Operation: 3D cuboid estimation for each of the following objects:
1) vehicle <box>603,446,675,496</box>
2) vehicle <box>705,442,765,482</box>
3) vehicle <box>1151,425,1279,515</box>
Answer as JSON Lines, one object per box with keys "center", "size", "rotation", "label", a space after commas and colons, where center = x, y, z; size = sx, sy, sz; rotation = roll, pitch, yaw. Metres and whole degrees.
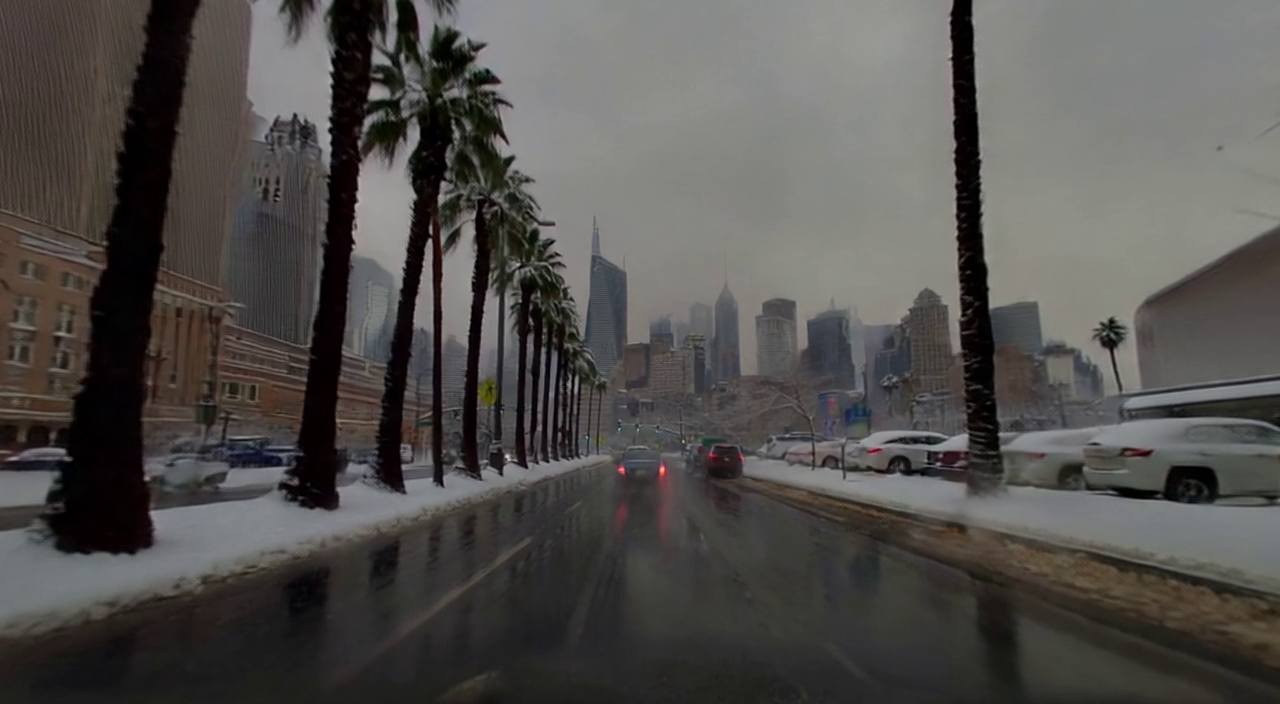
{"center": [0.008, 4.006, 21.543], "size": [2.235, 1.528, 3.876], "rotation": [0, -8, 1], "label": "vehicle"}
{"center": [4.470, 5.253, 30.408], "size": [2.136, 1.774, 4.778], "rotation": [0, -8, 0], "label": "vehicle"}
{"center": [12.668, 2.190, 11.946], "size": [3.929, 1.508, 2.326], "rotation": [0, -9, -2], "label": "vehicle"}
